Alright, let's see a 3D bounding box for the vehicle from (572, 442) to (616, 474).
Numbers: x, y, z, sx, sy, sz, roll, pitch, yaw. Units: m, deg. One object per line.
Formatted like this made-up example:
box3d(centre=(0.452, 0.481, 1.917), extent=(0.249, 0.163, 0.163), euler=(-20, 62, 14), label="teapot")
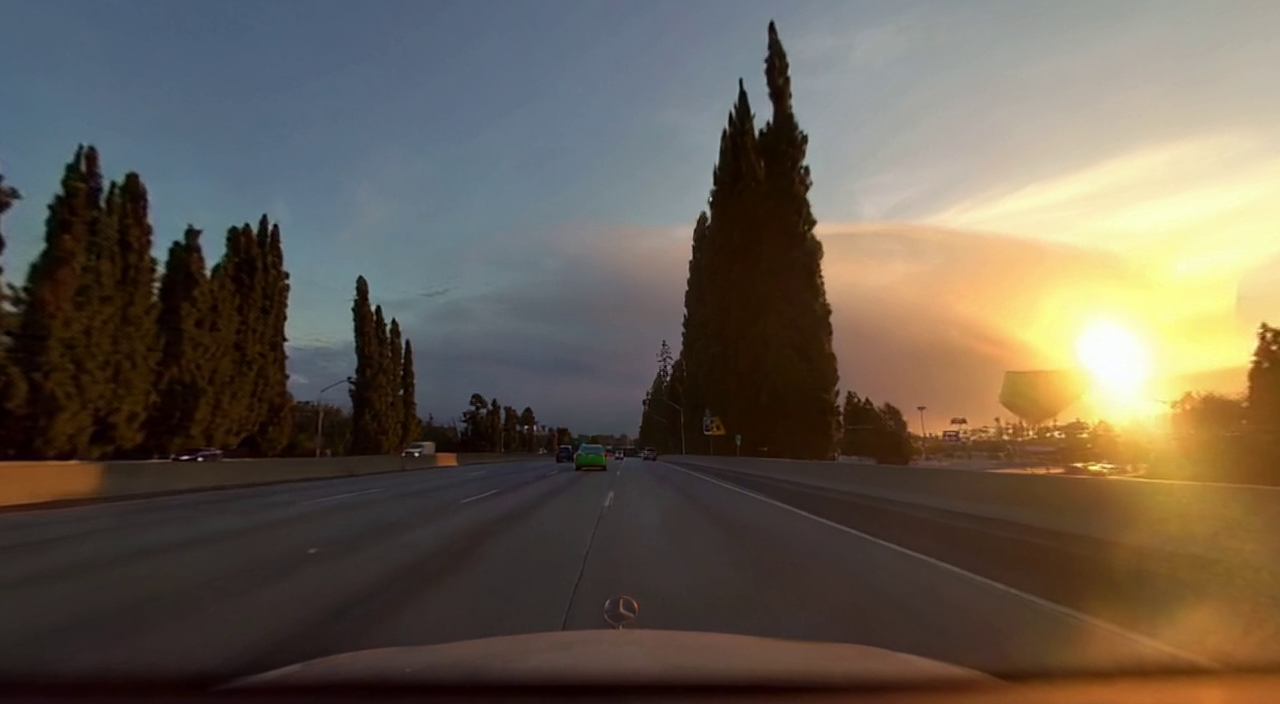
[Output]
box3d(centre=(-2.740, 6.457, 38.667), extent=(2.302, 1.810, 4.707), euler=(0, -9, 0), label="vehicle")
